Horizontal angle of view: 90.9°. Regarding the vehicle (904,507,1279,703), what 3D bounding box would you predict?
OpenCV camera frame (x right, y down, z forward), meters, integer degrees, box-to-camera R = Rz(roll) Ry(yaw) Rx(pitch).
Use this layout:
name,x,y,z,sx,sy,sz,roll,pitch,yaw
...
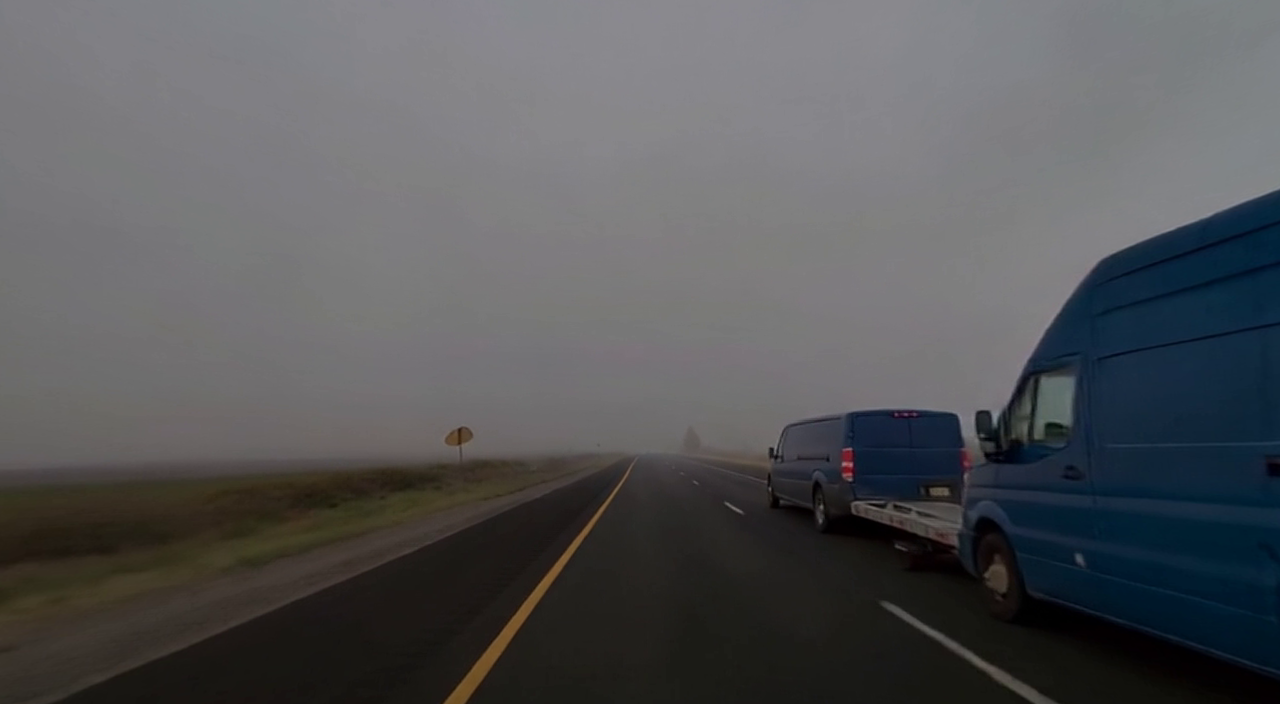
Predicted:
name,x,y,z,sx,sy,sz,roll,pitch,yaw
vehicle,3.996,1.525,3.257,2.702,0.824,6.391,0,-9,1

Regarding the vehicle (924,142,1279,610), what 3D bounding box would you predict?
name,x,y,z,sx,sy,sz,roll,pitch,yaw
vehicle,4.056,0.174,3.341,2.444,2.053,5.616,-1,-8,0
